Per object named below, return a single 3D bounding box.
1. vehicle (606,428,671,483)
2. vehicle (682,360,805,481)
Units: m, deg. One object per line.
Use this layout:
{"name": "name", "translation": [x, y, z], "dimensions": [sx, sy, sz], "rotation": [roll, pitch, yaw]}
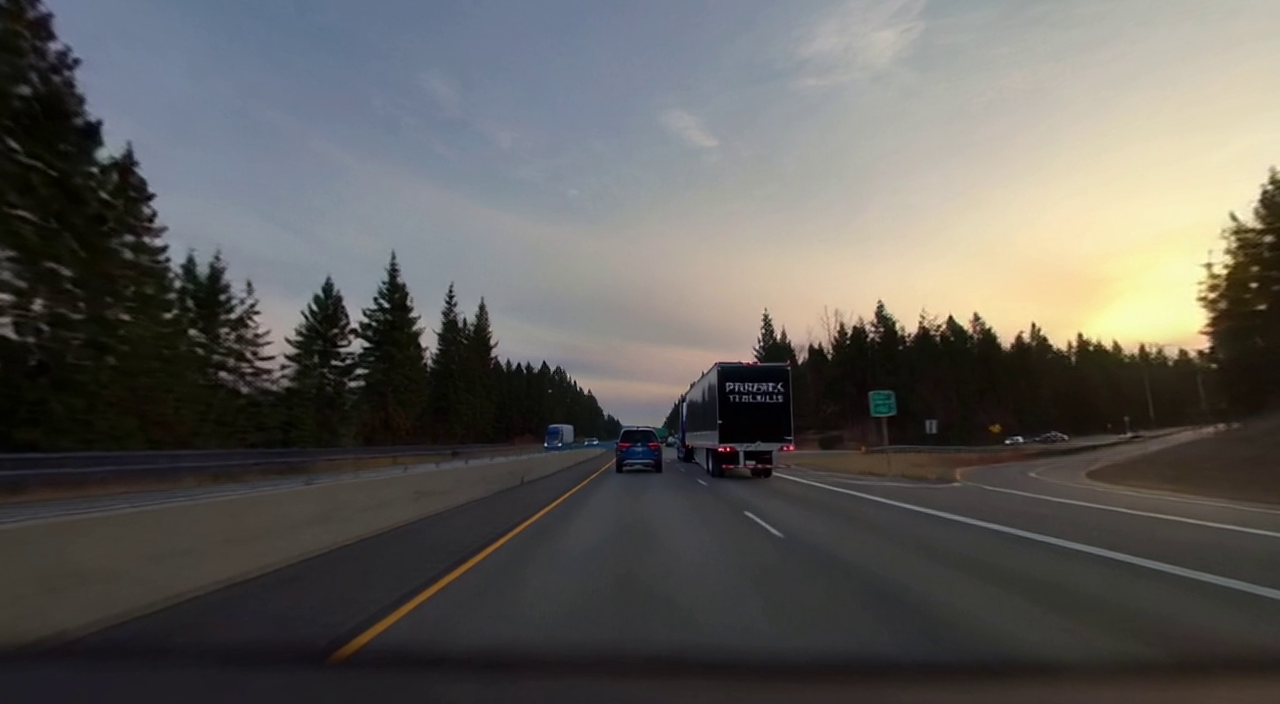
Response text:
{"name": "vehicle", "translation": [-0.067, 3.854, 23.739], "dimensions": [2.222, 1.848, 4.610], "rotation": [0, -9, 0]}
{"name": "vehicle", "translation": [4.079, 3.577, 29.934], "dimensions": [2.899, 4.160, 16.621], "rotation": [0, -9, -1]}
